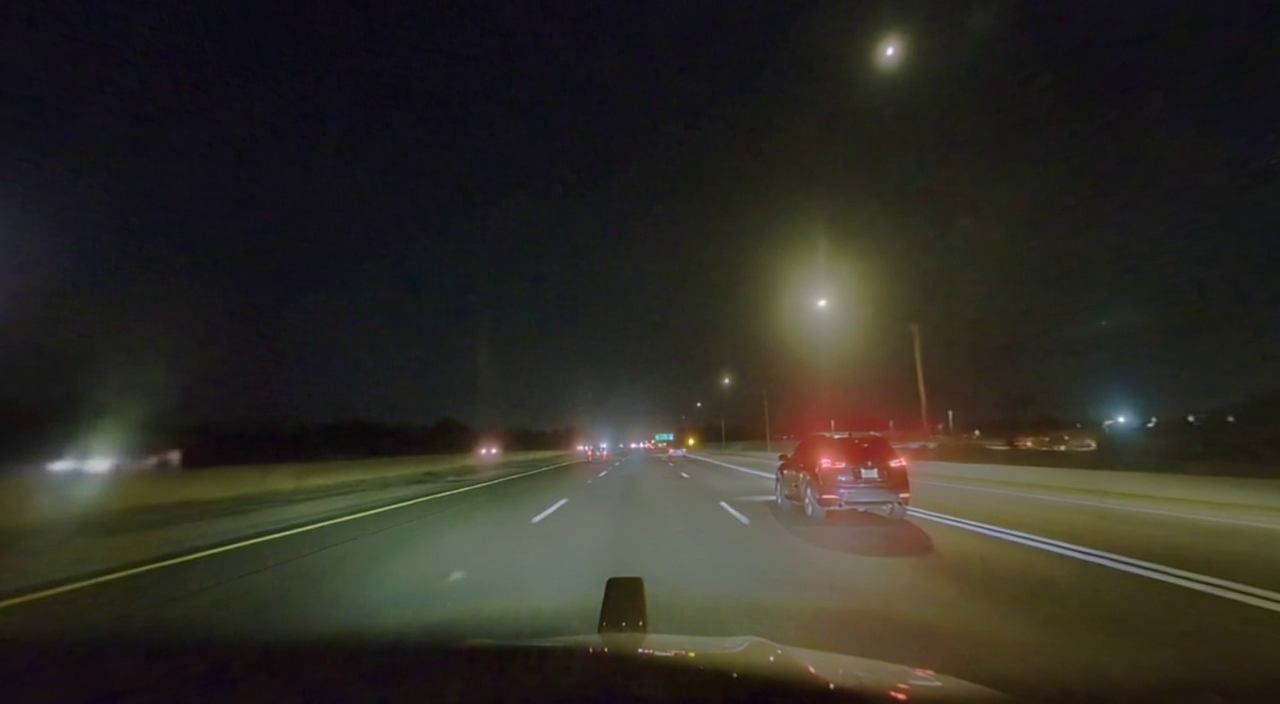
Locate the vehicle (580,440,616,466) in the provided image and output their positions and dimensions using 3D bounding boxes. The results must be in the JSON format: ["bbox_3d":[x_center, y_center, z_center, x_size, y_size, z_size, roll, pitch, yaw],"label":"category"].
[{"bbox_3d":[-2.980,7.332,45.993,2.319,1.738,4.355,0,-8,0],"label":"vehicle"}]
